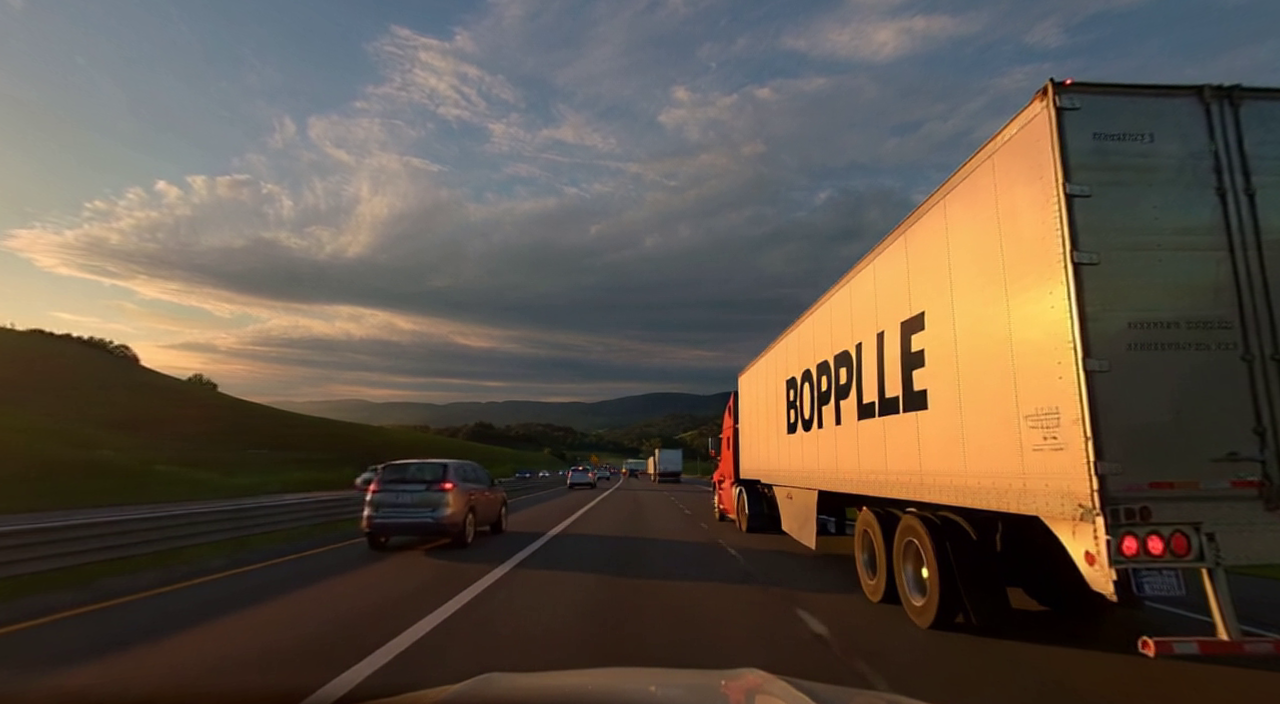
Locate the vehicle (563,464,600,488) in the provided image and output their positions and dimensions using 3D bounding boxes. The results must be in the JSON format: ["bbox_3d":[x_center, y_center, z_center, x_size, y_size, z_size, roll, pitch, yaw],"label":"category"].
[{"bbox_3d":[-3.999,8.649,44.037,2.088,1.566,4.853,1,-11,0],"label":"vehicle"}]

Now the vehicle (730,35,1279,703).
[{"bbox_3d":[4.058,1.291,10.554,2.839,4.062,14.051,1,-11,-1],"label":"vehicle"}]

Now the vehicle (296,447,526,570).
[{"bbox_3d":[-3.275,2.372,10.128,2.021,1.505,4.286,1,-11,1],"label":"vehicle"}]
